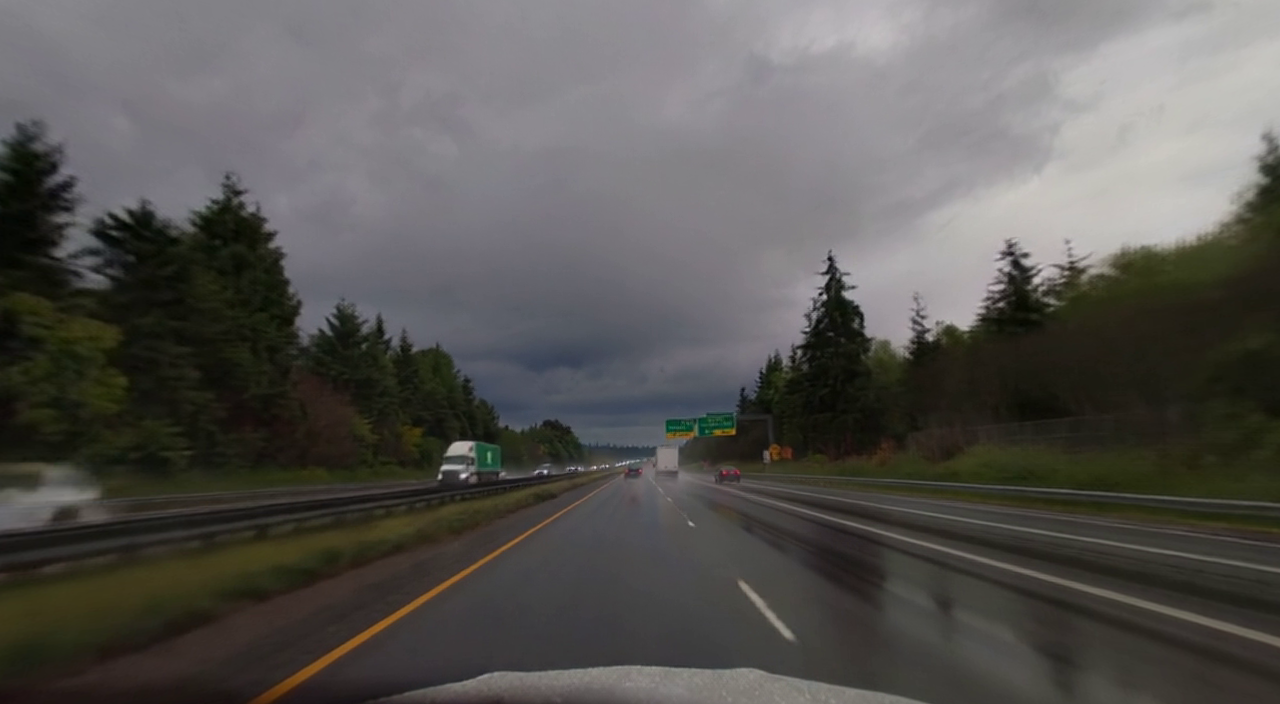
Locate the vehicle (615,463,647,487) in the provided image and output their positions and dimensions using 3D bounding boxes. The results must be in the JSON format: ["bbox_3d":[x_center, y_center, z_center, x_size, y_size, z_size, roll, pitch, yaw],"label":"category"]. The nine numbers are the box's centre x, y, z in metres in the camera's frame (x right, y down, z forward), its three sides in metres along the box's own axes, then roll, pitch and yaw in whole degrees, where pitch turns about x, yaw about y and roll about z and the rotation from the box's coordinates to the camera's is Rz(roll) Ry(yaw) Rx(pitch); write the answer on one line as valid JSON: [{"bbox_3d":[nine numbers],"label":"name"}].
[{"bbox_3d":[-0.611,8.079,41.490,2.025,1.452,3.927,1,-10,-1],"label":"vehicle"}]

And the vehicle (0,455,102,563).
[{"bbox_3d":[-9.976,2.146,8.516,1.892,1.497,3.878,1,-10,0],"label":"vehicle"}]
